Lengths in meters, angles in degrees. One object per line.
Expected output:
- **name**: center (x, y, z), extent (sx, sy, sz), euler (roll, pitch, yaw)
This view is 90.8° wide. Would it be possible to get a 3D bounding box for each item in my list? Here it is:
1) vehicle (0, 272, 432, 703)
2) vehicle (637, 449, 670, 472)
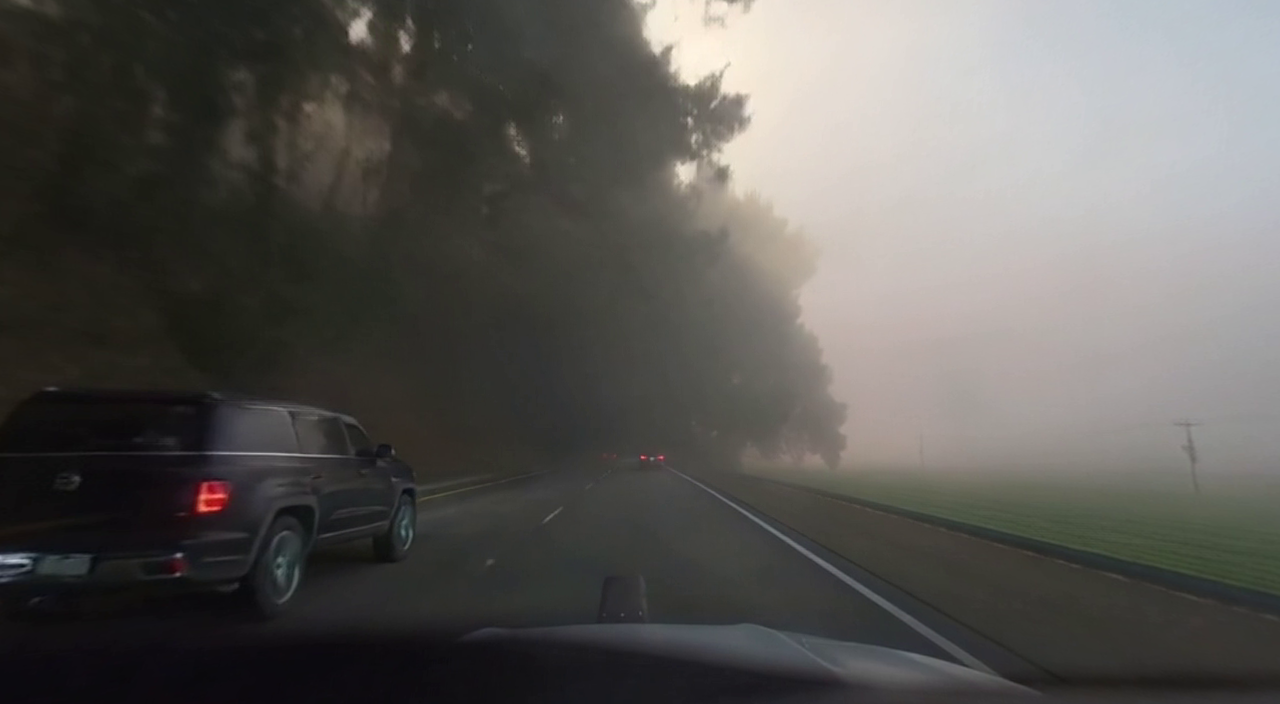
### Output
- **vehicle**: center (-3.648, 1.062, 4.799), extent (2.418, 2.049, 4.930), euler (0, -9, 0)
- **vehicle**: center (0.879, 7.367, 43.079), extent (2.046, 1.452, 4.407), euler (0, -9, -1)
